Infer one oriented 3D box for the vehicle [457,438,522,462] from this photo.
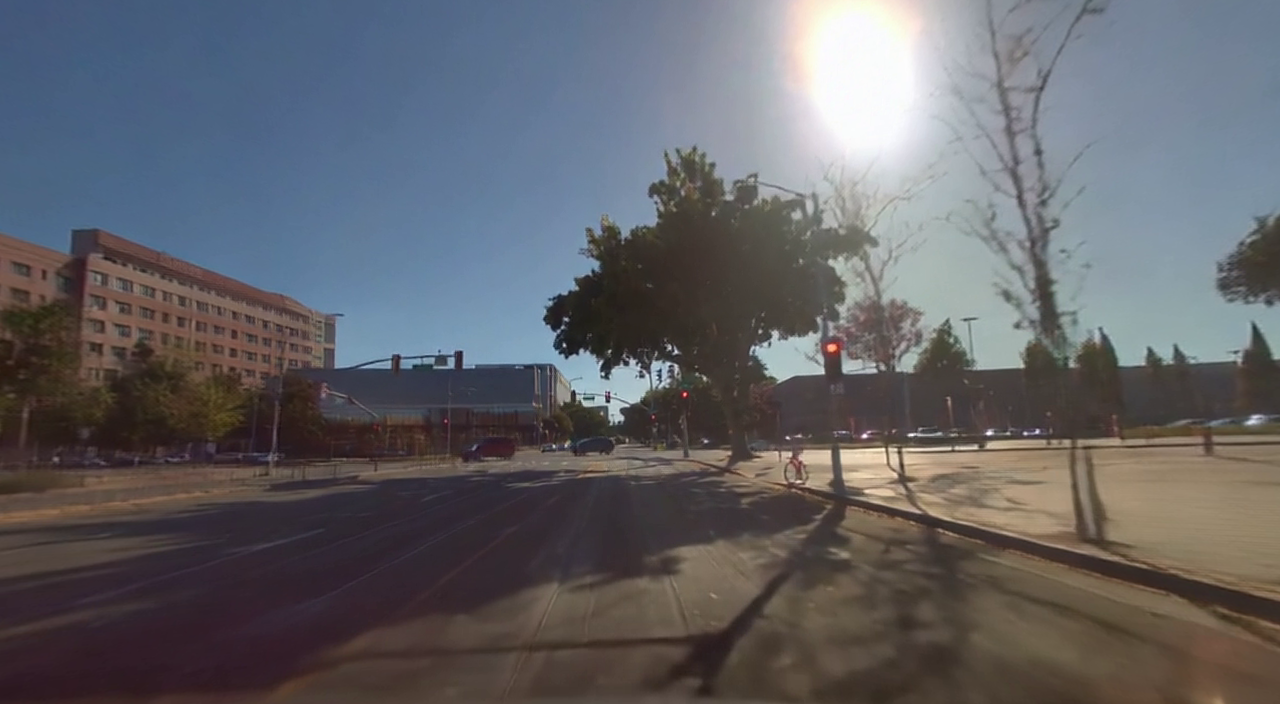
[{"bbox_3d":[-10.642,6.950,45.002,2.111,1.598,4.359,-4,-10,26],"label":"vehicle"}]
